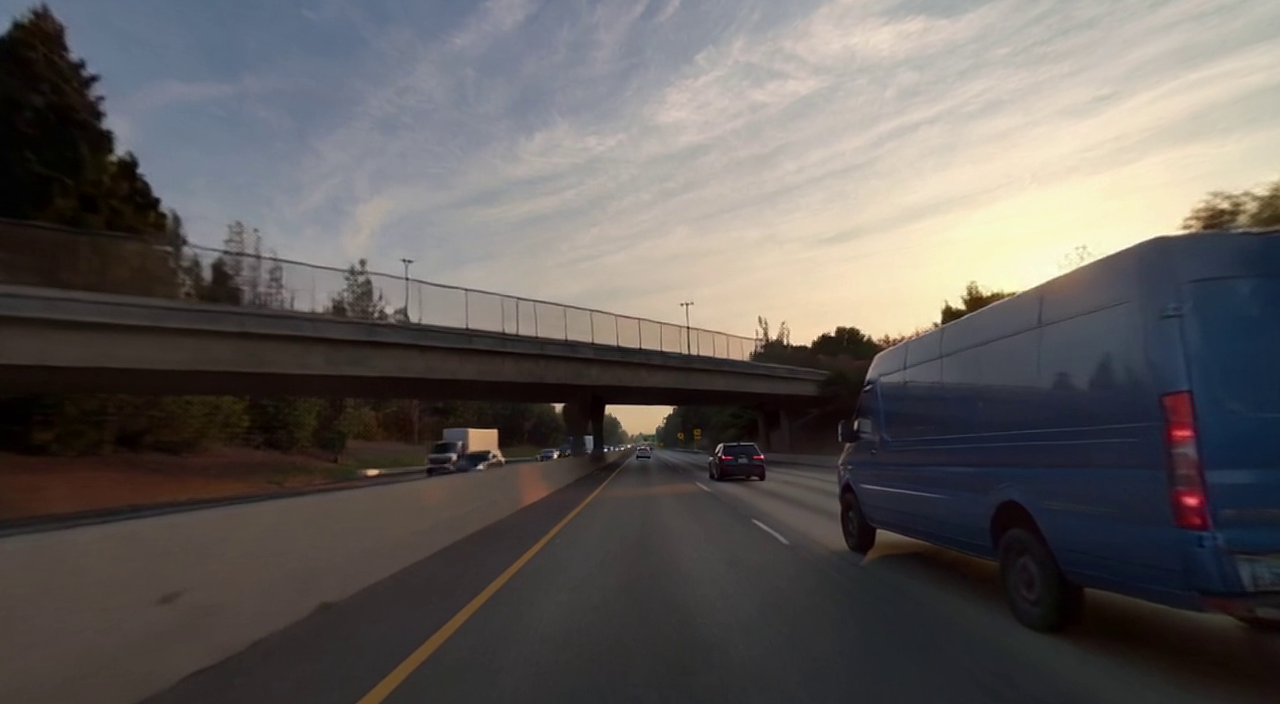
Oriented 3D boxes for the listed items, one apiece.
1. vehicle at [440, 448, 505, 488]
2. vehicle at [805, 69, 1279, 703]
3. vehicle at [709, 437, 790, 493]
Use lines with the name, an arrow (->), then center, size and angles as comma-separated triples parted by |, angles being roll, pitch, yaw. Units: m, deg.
vehicle -> -7.564, 5.270, 28.900 | 1.828, 1.681, 3.860 | 0, -9, 1
vehicle -> 3.830, 0.730, 6.204 | 2.460, 3.155, 6.902 | 0, -9, 0
vehicle -> 3.681, 3.898, 22.030 | 2.009, 1.731, 4.149 | 0, -9, -1
